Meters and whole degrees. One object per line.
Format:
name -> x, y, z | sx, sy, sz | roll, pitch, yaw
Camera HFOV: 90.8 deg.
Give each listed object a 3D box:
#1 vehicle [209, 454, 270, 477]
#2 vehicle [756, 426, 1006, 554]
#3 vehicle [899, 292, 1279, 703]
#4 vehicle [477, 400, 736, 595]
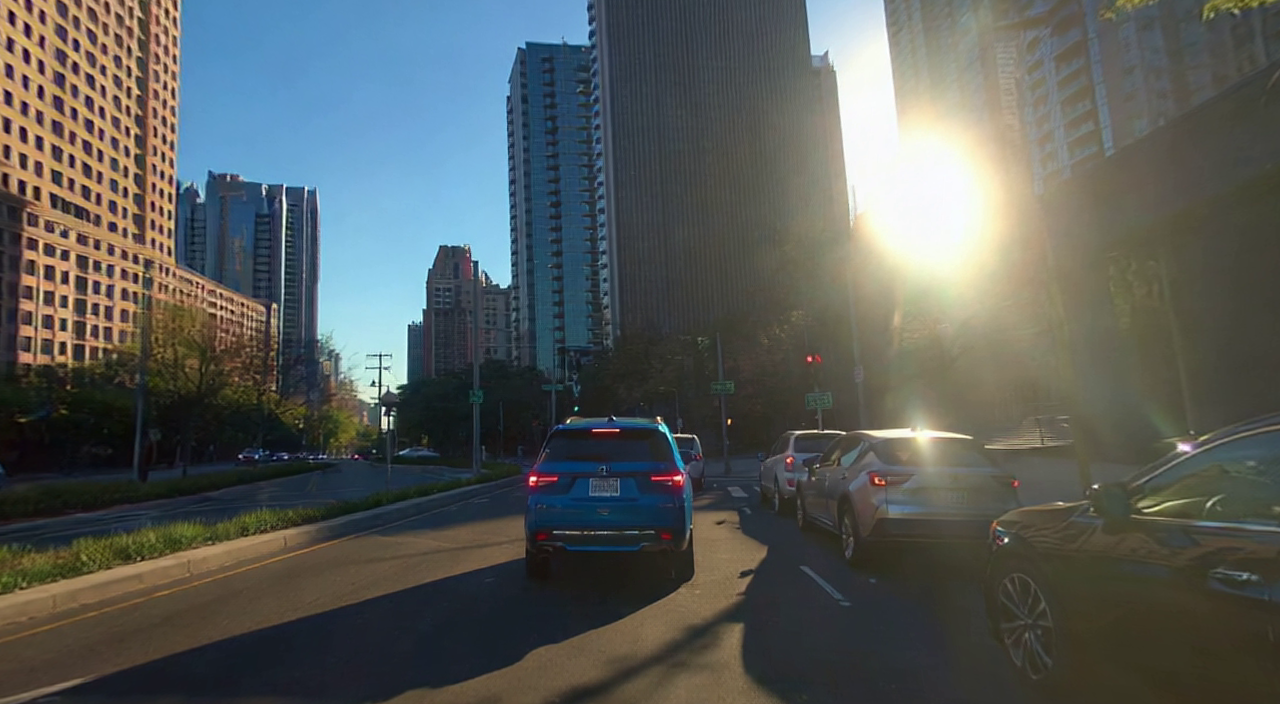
vehicle -> -27.917, 7.891, 44.237 | 1.967, 1.428, 4.832 | 1, -9, -12
vehicle -> 3.281, 1.983, 9.826 | 1.941, 1.482, 4.632 | 0, -9, -2
vehicle -> 2.994, 0.749, 2.258 | 2.063, 1.760, 4.664 | 0, -9, -1
vehicle -> -0.342, 1.578, 7.639 | 2.249, 1.684, 4.084 | 0, -9, -2
